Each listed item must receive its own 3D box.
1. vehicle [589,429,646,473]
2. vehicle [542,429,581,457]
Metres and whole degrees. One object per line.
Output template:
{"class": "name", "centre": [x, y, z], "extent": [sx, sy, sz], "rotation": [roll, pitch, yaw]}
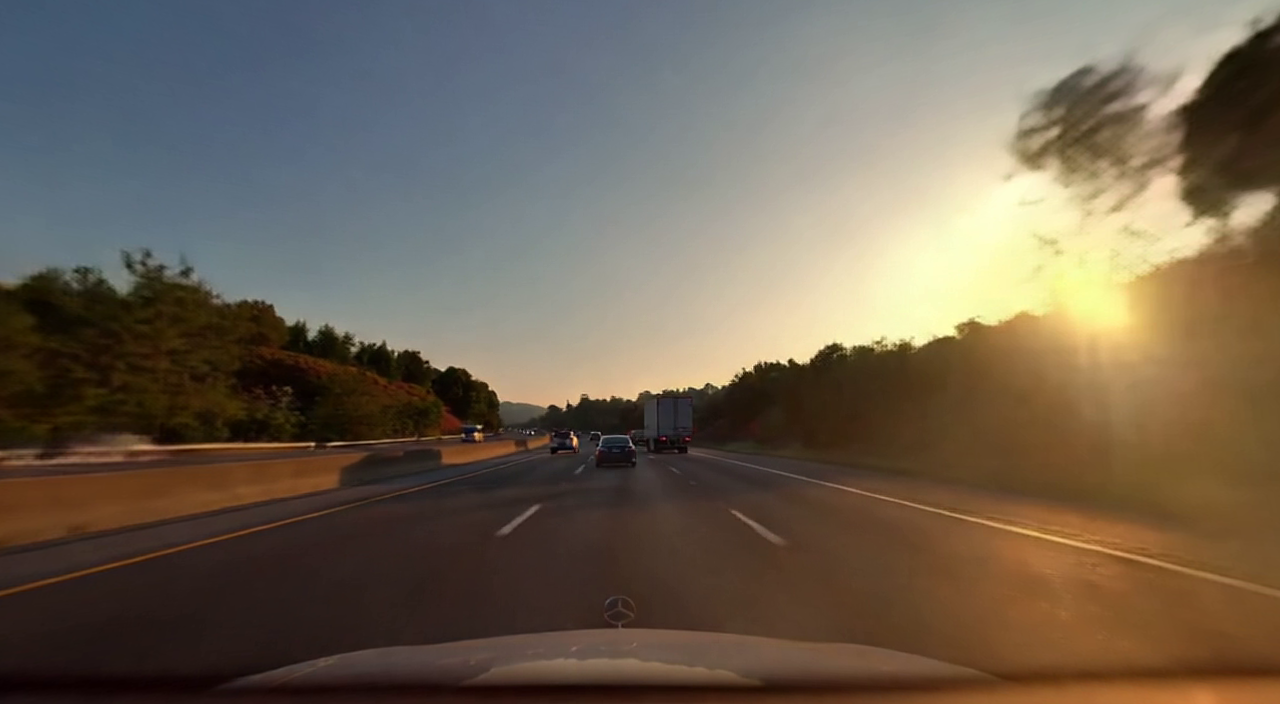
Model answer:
{"class": "vehicle", "centre": [-0.882, 3.885, 24.934], "extent": [2.048, 1.563, 4.087], "rotation": [0, -8, -2]}
{"class": "vehicle", "centre": [-5.392, 6.312, 43.726], "extent": [2.234, 1.773, 5.134], "rotation": [0, -8, -2]}
